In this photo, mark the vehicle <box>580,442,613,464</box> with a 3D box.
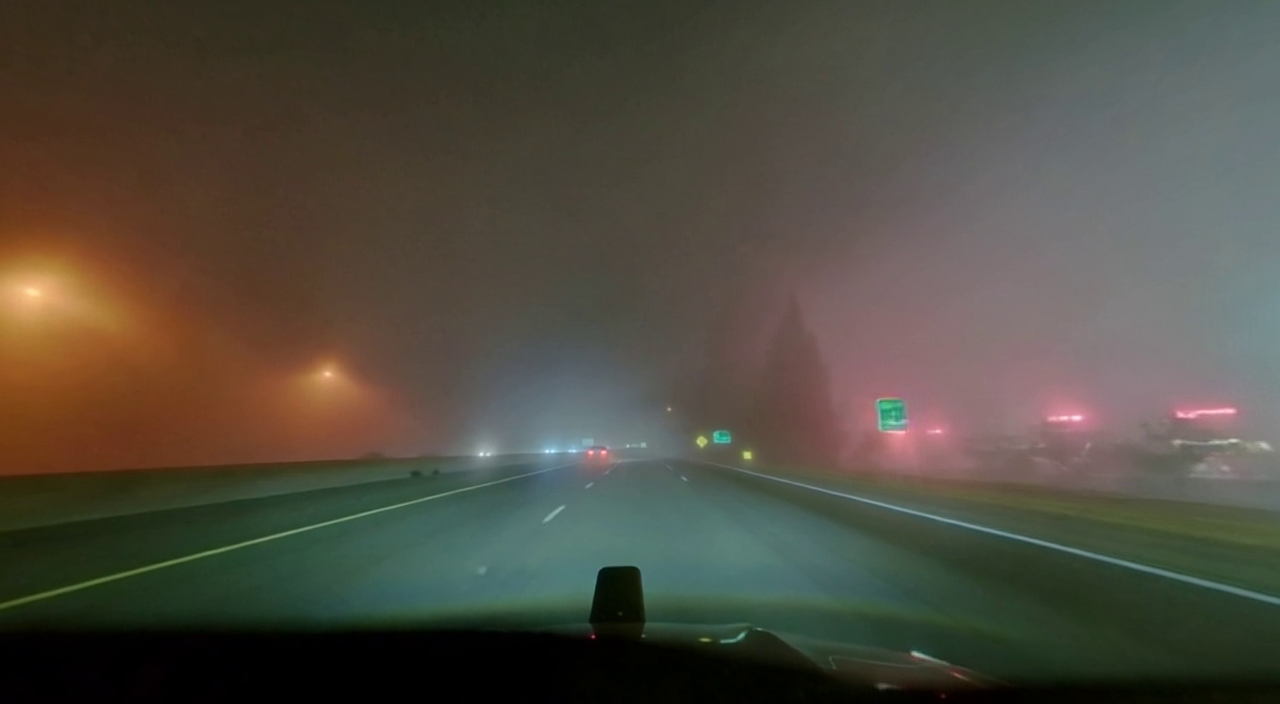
[{"bbox_3d":[-3.120,7.321,45.698,2.015,1.557,4.229,0,-9,1],"label":"vehicle"}]
